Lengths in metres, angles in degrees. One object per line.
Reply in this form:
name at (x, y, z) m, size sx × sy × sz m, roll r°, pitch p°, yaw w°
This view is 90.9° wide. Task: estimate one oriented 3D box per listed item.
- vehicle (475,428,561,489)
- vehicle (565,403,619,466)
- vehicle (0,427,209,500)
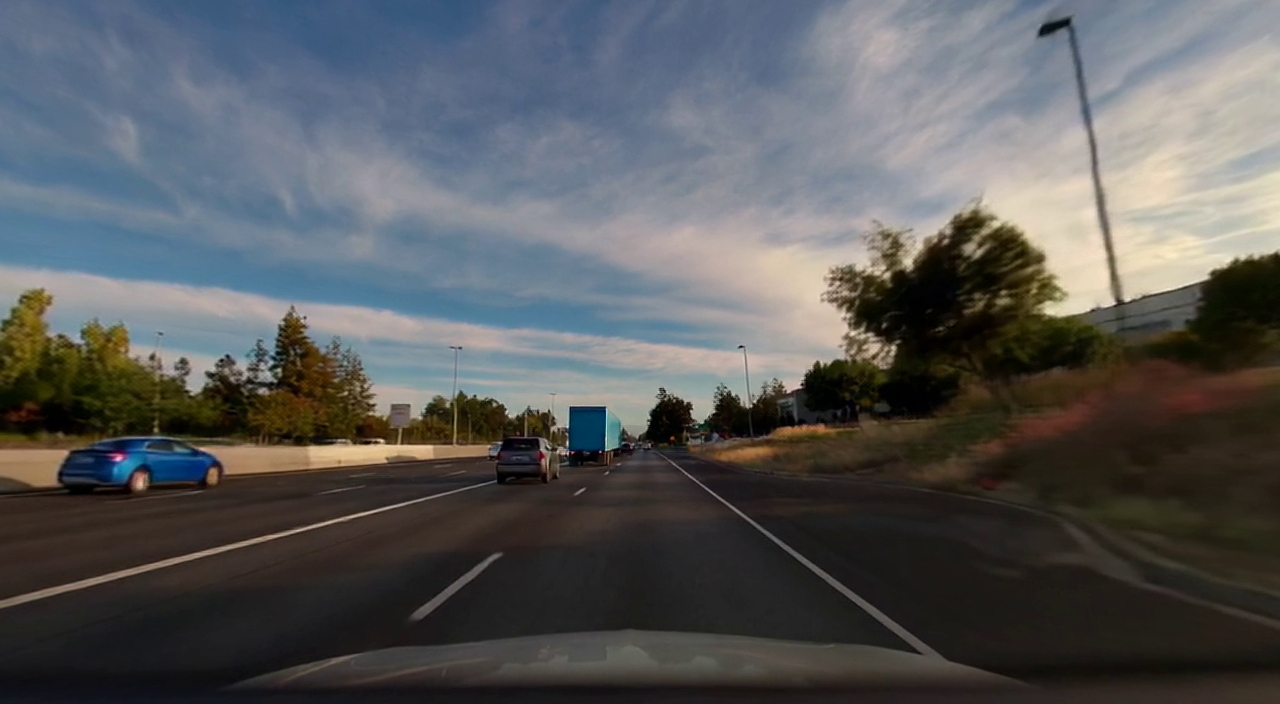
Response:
vehicle at (-4.015, 3.579, 21.616) m, size 2.058 × 1.840 × 4.443 m, roll 0°, pitch -8°, yaw 0°
vehicle at (-3.318, 6.268, 47.343) m, size 2.905 × 4.037 × 12.921 m, roll 0°, pitch -8°, yaw 1°
vehicle at (-14.349, 2.953, 17.150) m, size 1.997 × 1.695 × 4.492 m, roll 0°, pitch -8°, yaw 1°
